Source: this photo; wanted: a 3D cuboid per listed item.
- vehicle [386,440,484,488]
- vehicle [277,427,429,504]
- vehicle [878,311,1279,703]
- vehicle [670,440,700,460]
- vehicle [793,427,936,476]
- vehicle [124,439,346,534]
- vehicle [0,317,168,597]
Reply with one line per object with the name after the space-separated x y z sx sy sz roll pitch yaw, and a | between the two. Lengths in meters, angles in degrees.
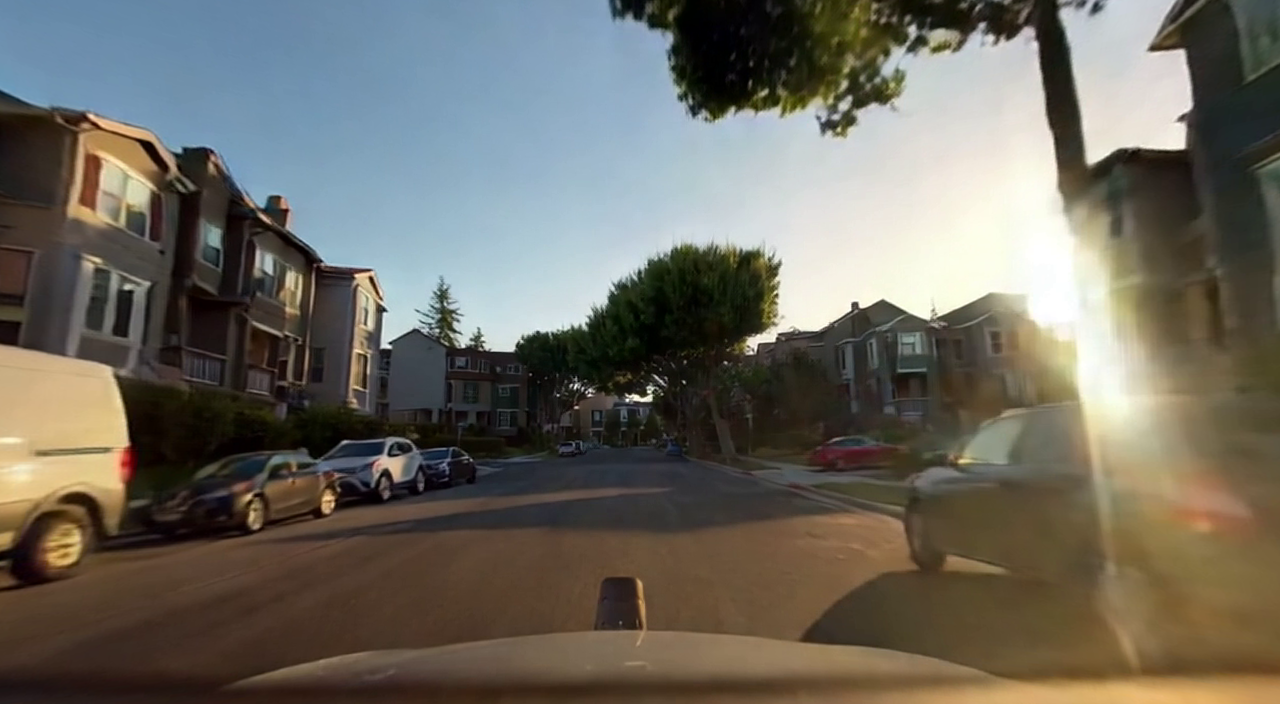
-7.179 3.954 22.597 1.912 1.466 4.754 -2 -9 1 | vehicle
-7.553 3.054 17.151 2.136 1.758 4.297 -2 -9 0 | vehicle
4.096 1.137 5.271 2.216 1.955 4.970 0 -8 0 | vehicle
3.471 7.693 49.505 1.956 1.468 4.698 1 -8 -1 | vehicle
8.322 3.737 23.827 4.726 1.731 2.075 -1 -8 8 | vehicle
-7.428 2.446 12.075 1.845 1.510 3.729 1 -8 -2 | vehicle
-7.335 0.887 5.251 2.341 2.674 5.753 0 -9 -2 | vehicle
